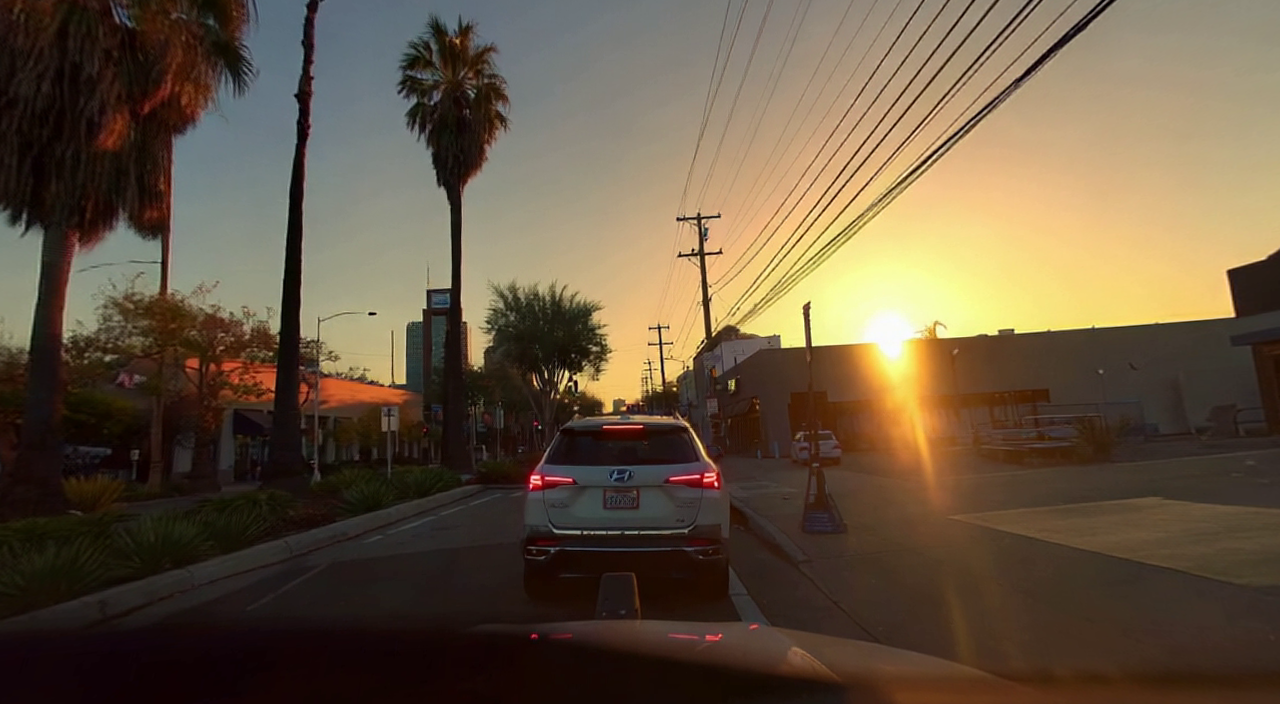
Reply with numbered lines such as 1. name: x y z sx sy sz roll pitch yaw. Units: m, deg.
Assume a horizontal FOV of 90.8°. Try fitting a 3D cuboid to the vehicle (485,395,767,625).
1. vehicle: -0.190 1.449 6.682 2.105 1.702 3.750 0 -8 -3
